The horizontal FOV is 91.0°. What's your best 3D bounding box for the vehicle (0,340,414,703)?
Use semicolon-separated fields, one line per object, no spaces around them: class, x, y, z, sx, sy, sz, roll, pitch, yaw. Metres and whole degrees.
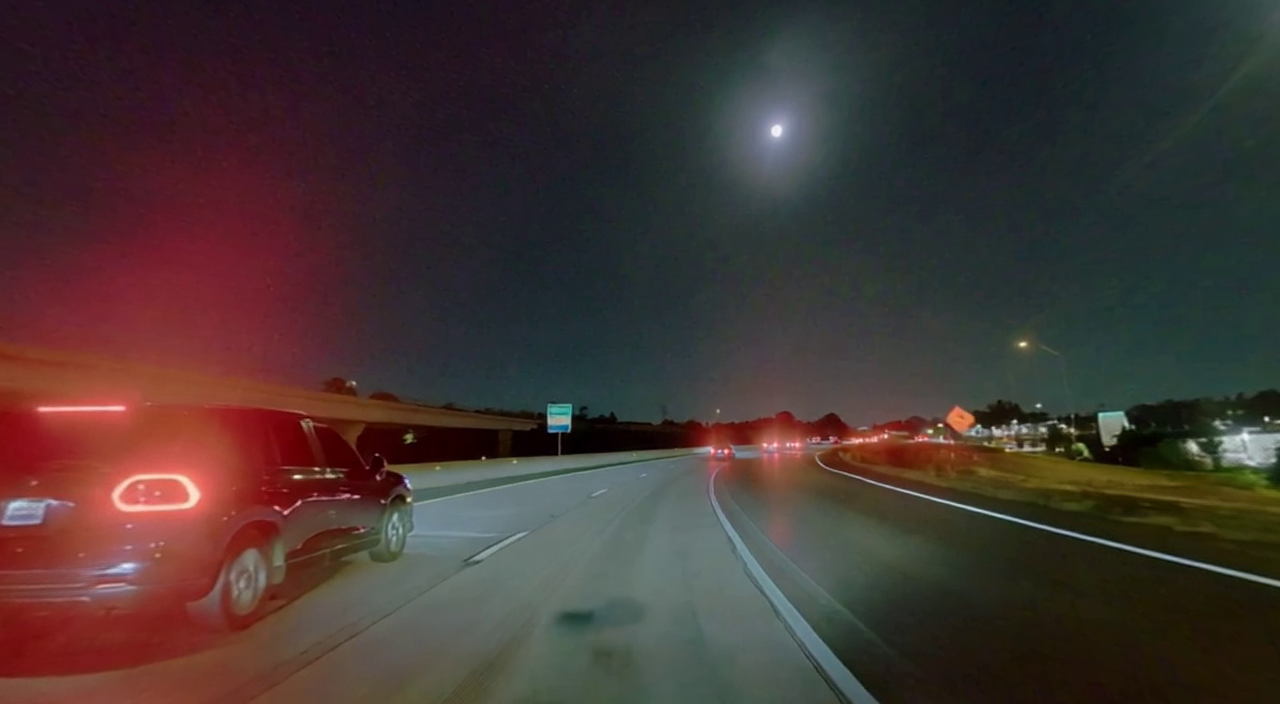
vehicle;-3.435;1.028;3.961;2.106;1.640;4.853;0;-9;2
